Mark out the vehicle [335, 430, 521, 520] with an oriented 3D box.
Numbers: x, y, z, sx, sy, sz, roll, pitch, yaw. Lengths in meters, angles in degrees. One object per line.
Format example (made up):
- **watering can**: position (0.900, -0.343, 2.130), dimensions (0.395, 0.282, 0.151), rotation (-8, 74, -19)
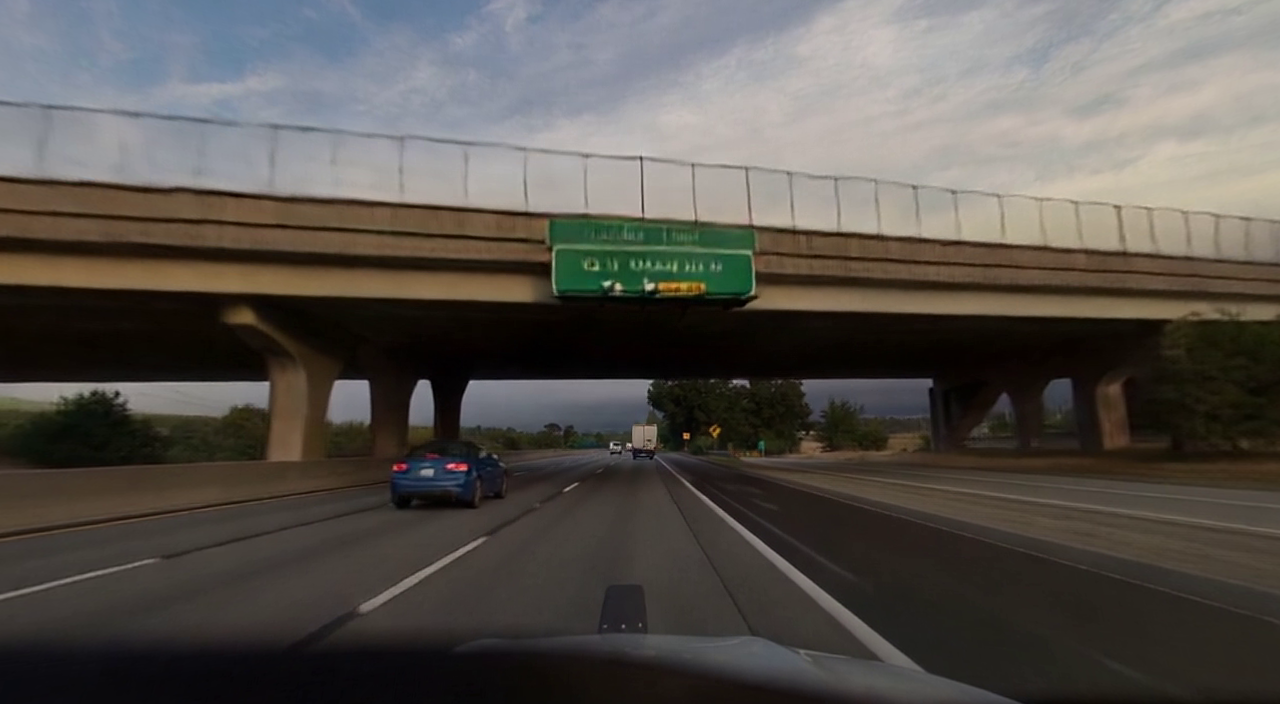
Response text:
- **vehicle**: position (-4.257, 2.587, 13.787), dimensions (2.235, 1.593, 5.077), rotation (0, -9, 1)
